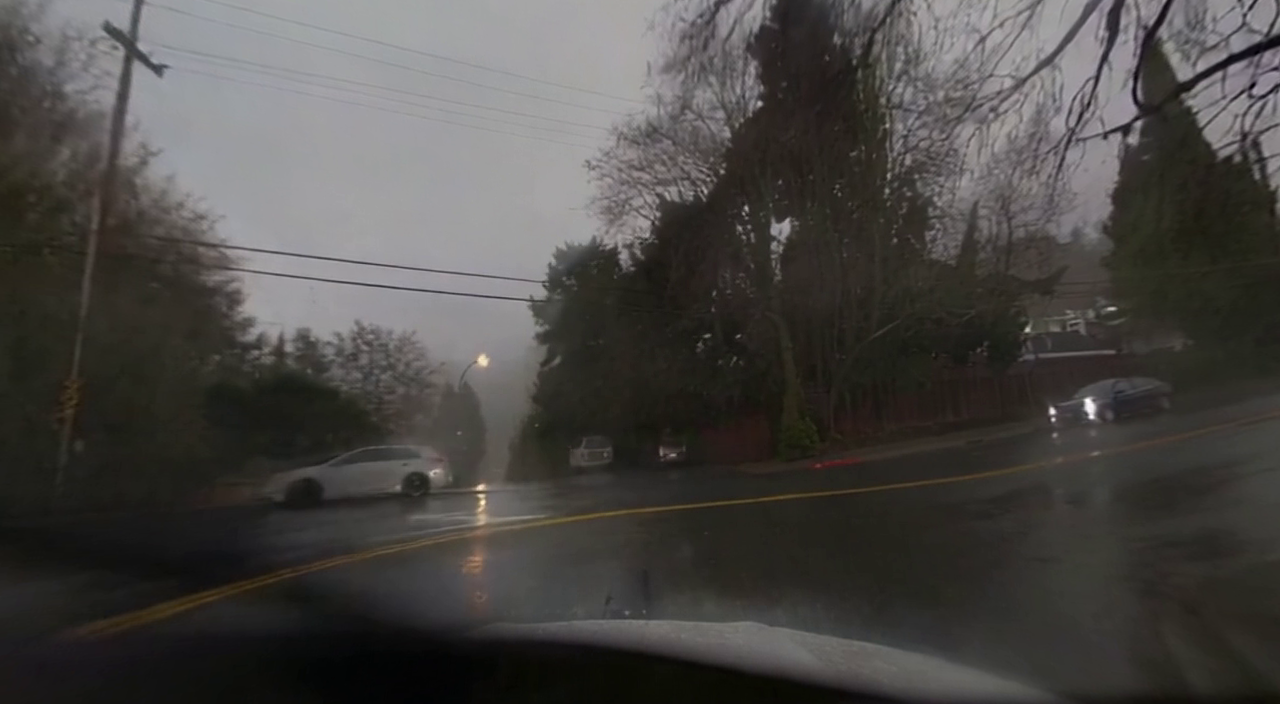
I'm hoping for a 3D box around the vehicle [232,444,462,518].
[{"bbox_3d":[-7.041,3.087,15.430,4.696,1.534,1.912,7,-12,-36],"label":"vehicle"}]

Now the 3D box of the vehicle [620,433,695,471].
[{"bbox_3d":[0.756,5.089,31.796,2.216,1.728,5.118,3,-10,-17],"label":"vehicle"}]

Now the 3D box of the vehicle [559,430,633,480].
[{"bbox_3d":[-2.330,5.062,31.434,2.413,1.838,4.977,5,-4,-18],"label":"vehicle"}]
